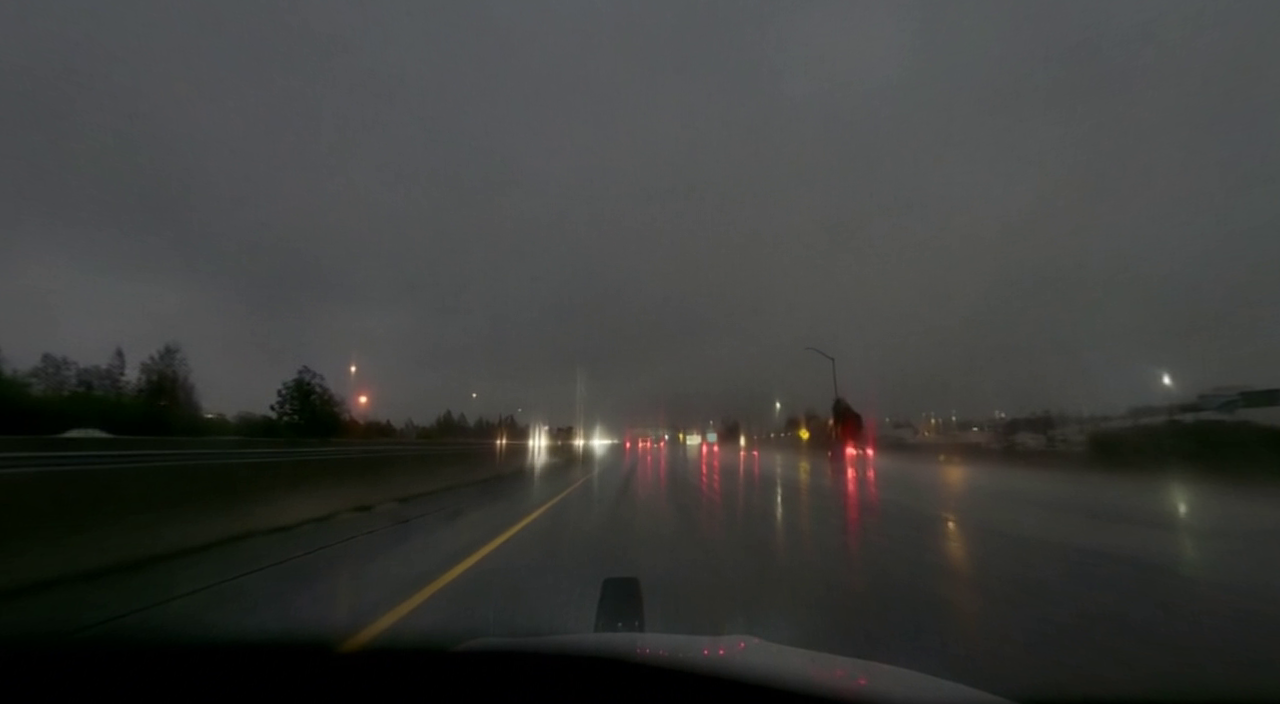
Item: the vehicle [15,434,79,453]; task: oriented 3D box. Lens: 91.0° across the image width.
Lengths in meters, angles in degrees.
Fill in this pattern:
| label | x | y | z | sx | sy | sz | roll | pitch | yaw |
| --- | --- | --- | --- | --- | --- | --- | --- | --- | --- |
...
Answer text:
| label | x | y | z | sx | sy | sz | roll | pitch | yaw |
| --- | --- | --- | --- | --- | --- | --- | --- | --- | --- |
| vehicle | -45.210 | 6.992 | 48.037 | 1.529 | 1.402 | 3.437 | 0 | -8 | 0 |
